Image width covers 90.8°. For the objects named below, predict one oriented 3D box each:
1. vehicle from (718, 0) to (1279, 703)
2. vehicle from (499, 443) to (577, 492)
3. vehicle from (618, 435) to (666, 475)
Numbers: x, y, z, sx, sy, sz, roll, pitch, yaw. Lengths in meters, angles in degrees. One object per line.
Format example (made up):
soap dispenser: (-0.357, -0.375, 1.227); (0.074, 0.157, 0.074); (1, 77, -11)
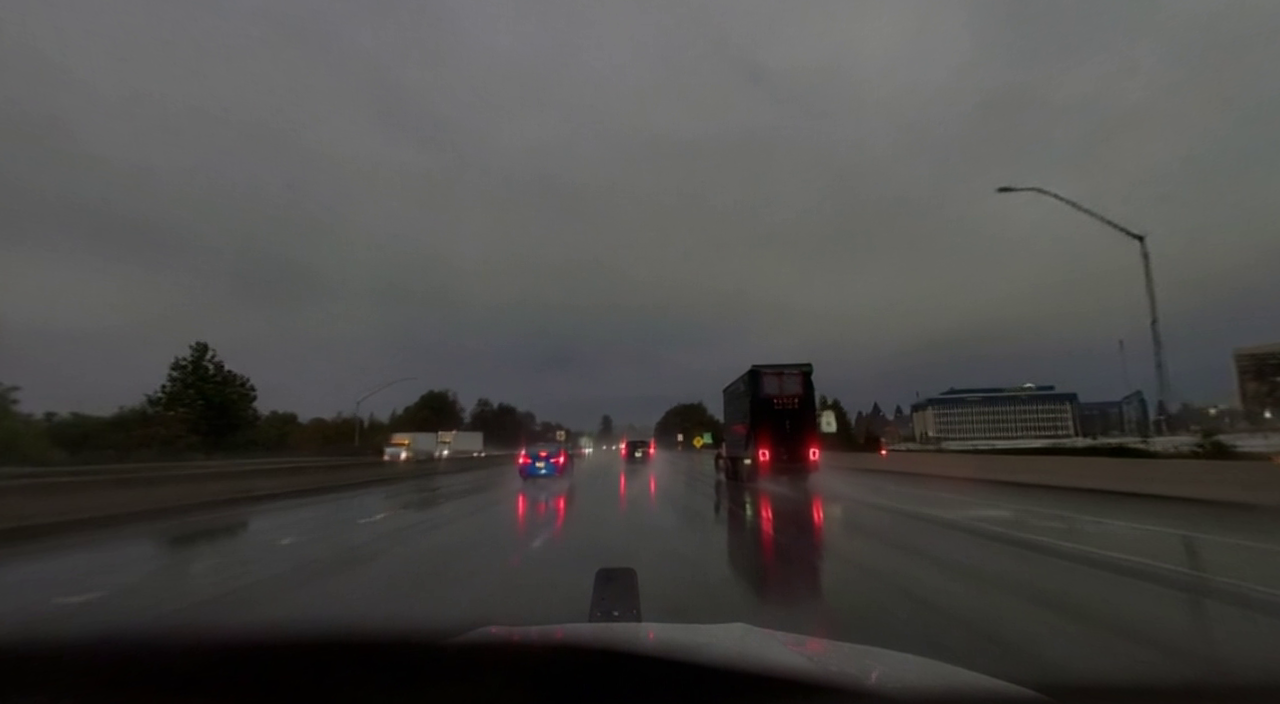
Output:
vehicle: (3.591, 0.626, 9.240); (2.876, 4.086, 15.117); (0, -9, 0)
vehicle: (-3.223, 3.740, 20.777); (1.864, 1.406, 4.544); (0, -9, -1)
vehicle: (0.050, 5.060, 31.072); (2.203, 1.805, 4.358); (0, -9, -1)
